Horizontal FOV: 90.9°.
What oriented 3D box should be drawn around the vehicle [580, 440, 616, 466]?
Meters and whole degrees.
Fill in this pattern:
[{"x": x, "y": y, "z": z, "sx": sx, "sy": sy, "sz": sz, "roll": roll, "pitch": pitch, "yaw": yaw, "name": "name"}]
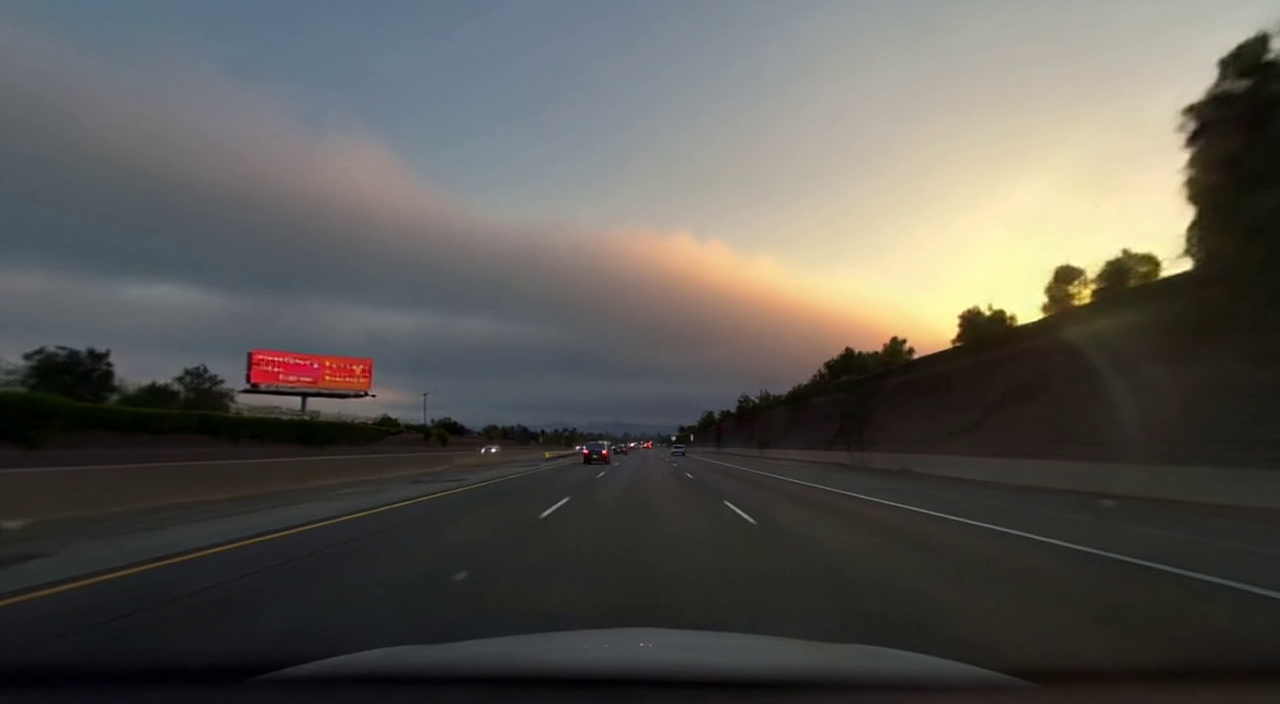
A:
[{"x": -2.980, "y": 7.332, "z": 45.993, "sx": 2.319, "sy": 1.738, "sz": 4.355, "roll": 0, "pitch": -8, "yaw": 0, "name": "vehicle"}]
